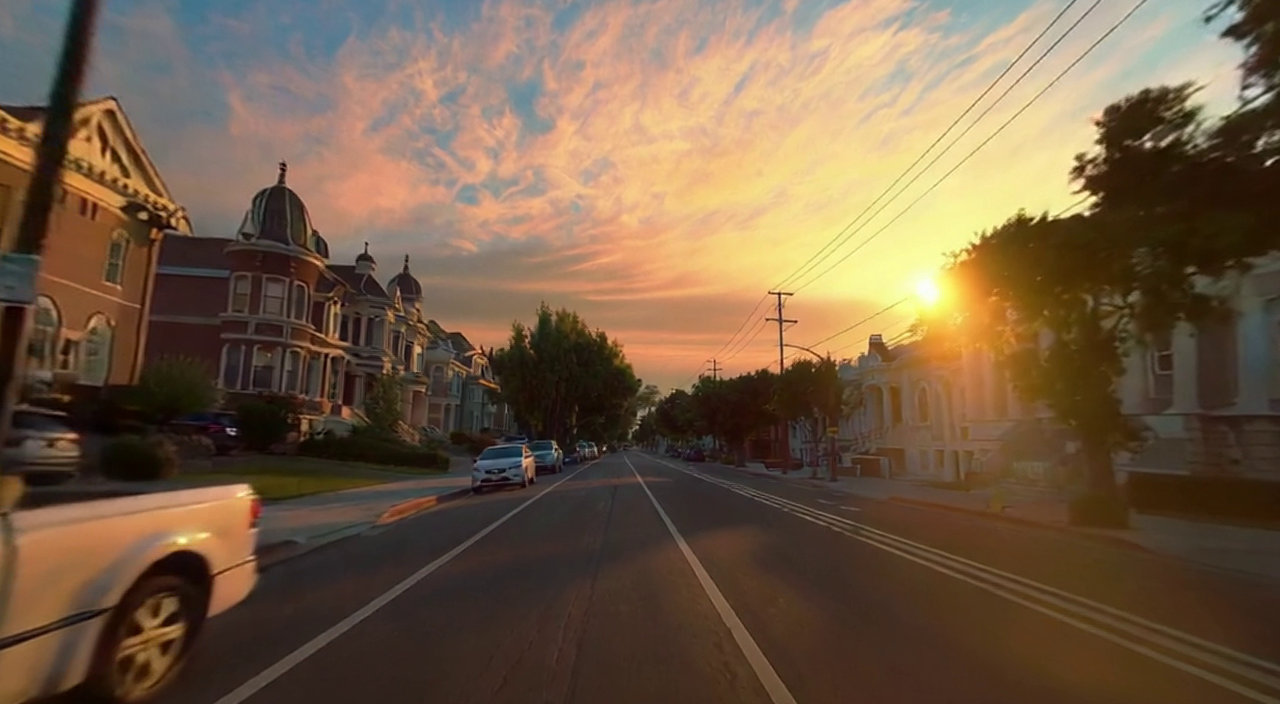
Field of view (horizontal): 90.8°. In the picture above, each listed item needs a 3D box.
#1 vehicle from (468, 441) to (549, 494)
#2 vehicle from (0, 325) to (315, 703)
[{"bbox_3d":[-4.204,3.743,20.980,1.825,1.542,4.715,0,-8,-2],"label":"vehicle"},{"bbox_3d":[-3.538,0.789,1.960,2.127,1.901,5.510,0,-8,0],"label":"vehicle"}]
